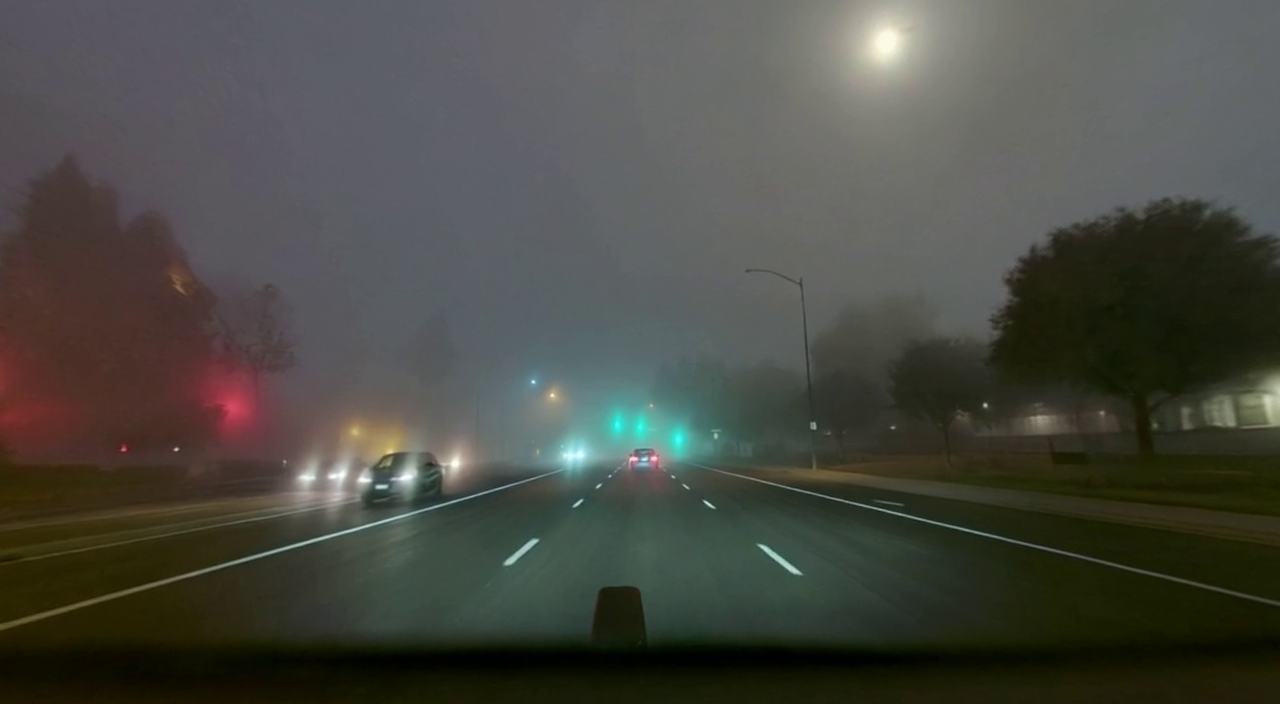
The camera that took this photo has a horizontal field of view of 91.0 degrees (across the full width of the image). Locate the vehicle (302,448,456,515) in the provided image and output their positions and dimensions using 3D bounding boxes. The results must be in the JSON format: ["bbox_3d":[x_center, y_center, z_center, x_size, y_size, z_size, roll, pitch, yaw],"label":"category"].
[{"bbox_3d":[-6.516,3.252,16.358,2.014,1.472,4.357,0,-9,2],"label":"vehicle"}]

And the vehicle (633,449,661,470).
[{"bbox_3d":[0.528,8.266,48.570,2.106,1.517,4.375,0,-9,0],"label":"vehicle"}]
